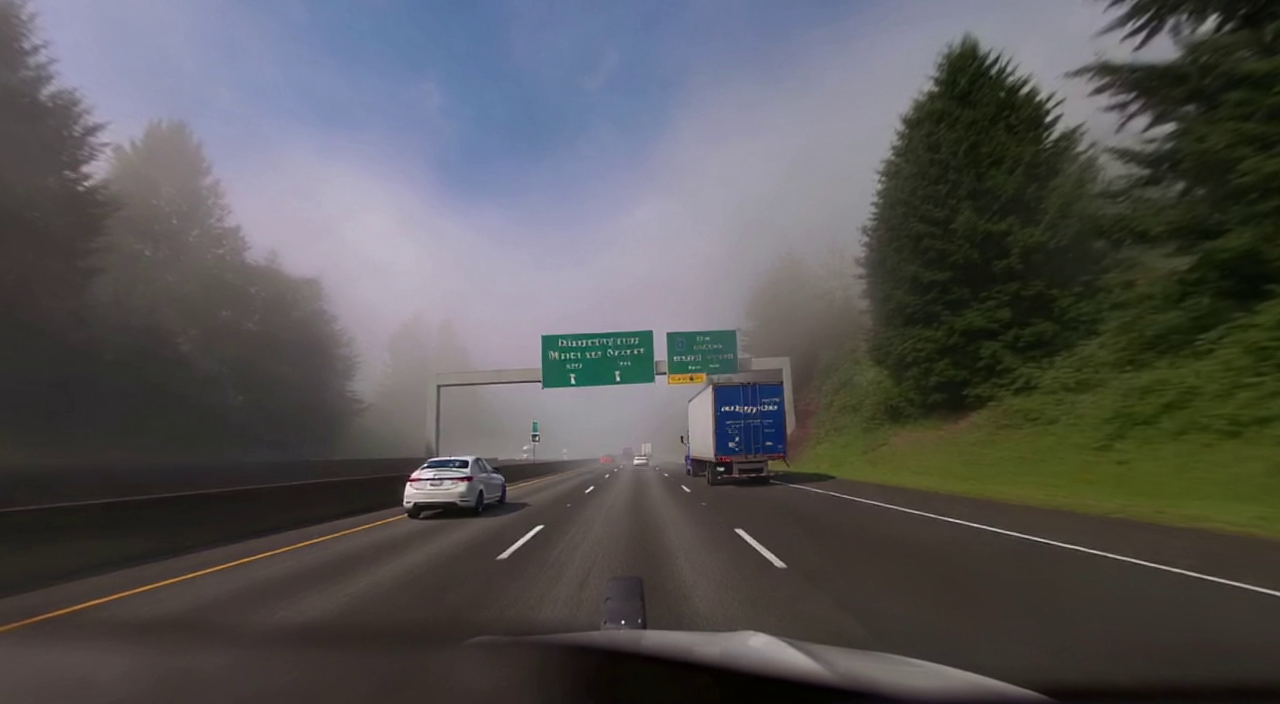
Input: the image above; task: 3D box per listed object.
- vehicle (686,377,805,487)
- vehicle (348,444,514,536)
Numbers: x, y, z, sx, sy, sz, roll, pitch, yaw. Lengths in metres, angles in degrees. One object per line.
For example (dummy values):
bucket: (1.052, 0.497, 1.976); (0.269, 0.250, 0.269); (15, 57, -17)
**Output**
vehicle: (4.357, 3.991, 30.043); (3.025, 4.005, 14.010); (0, -9, -1)
vehicle: (-3.917, 2.640, 12.634); (1.918, 1.510, 4.006); (0, -9, 1)
